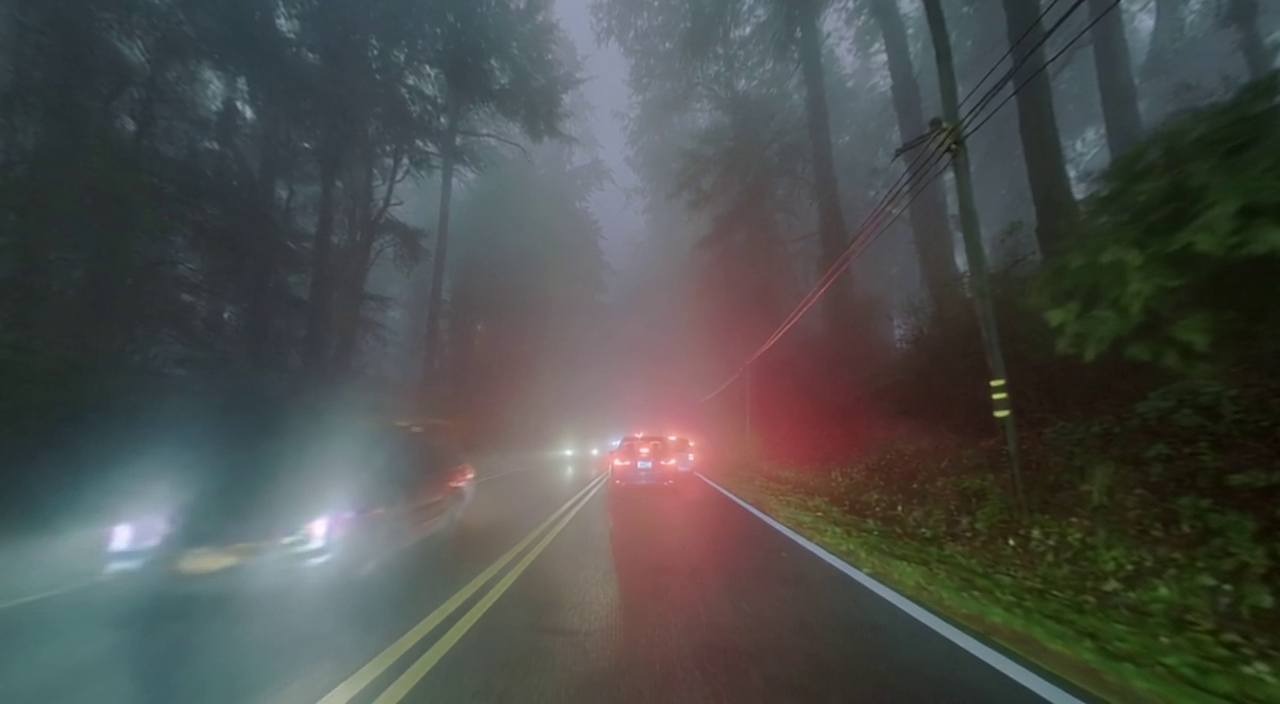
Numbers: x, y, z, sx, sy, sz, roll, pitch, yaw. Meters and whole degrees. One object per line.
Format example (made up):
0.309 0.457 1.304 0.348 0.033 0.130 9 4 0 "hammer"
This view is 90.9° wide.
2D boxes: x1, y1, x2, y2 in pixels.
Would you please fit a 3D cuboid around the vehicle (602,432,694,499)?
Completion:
0.169 2.856 16.206 2.081 1.503 3.726 0 -8 -1 "vehicle"
